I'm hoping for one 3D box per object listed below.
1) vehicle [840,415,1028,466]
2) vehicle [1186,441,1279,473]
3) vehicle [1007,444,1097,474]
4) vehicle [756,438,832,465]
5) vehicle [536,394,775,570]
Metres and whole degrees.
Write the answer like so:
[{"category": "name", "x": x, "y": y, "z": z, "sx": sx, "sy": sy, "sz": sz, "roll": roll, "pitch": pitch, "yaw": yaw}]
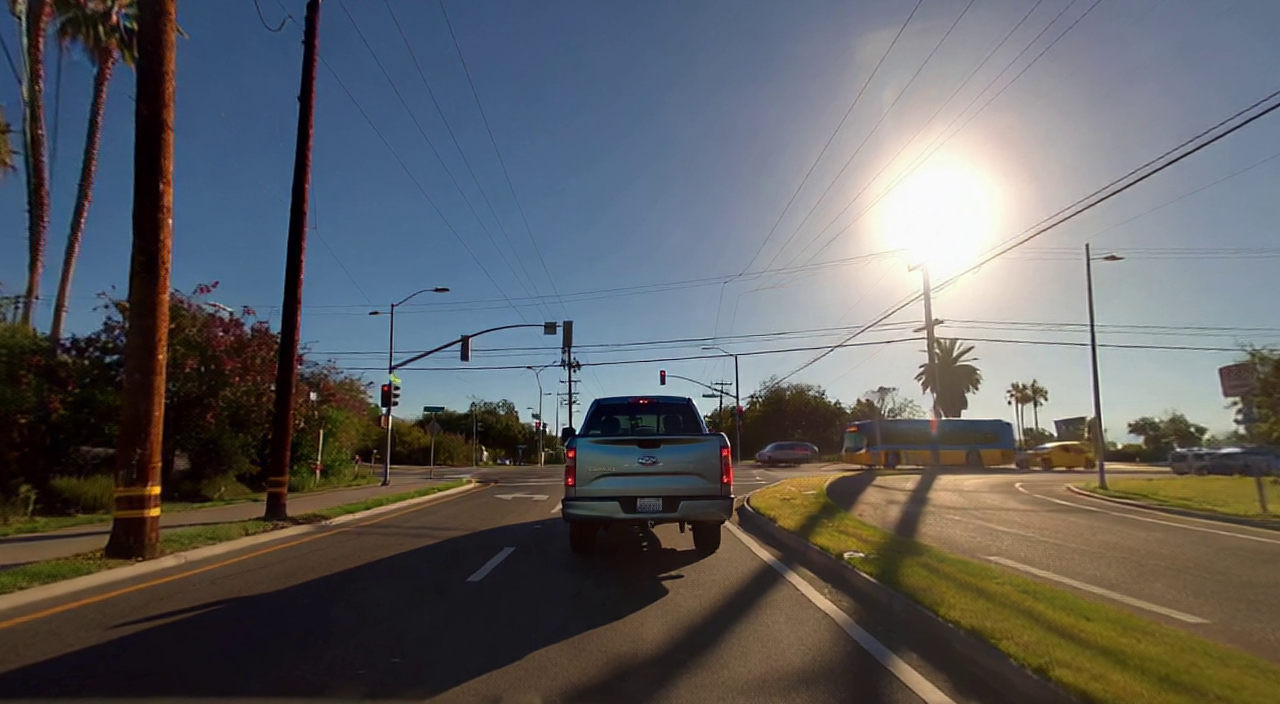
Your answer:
[{"category": "vehicle", "x": 19.150, "y": 5.888, "z": 41.813, "sx": 10.726, "sy": 3.128, "sz": 3.003, "roll": -1, "pitch": -8, "yaw": 3}, {"category": "vehicle", "x": 30.457, "y": 5.233, "z": 31.729, "sx": 4.520, "sy": 1.496, "sz": 2.060, "roll": 1, "pitch": -8, "yaw": -10}, {"category": "vehicle", "x": 29.122, "y": 7.565, "z": 44.738, "sx": 5.077, "sy": 2.008, "sz": 1.991, "roll": 1, "pitch": -9, "yaw": -4}, {"category": "vehicle", "x": 11.386, "y": 7.360, "z": 46.729, "sx": 5.235, "sy": 1.878, "sz": 2.107, "roll": -3, "pitch": -9, "yaw": 14}, {"category": "vehicle", "x": 0.118, "y": 1.878, "z": 10.000, "sx": 2.707, "sy": 1.964, "sz": 5.485, "roll": 0, "pitch": -8, "yaw": -1}]
